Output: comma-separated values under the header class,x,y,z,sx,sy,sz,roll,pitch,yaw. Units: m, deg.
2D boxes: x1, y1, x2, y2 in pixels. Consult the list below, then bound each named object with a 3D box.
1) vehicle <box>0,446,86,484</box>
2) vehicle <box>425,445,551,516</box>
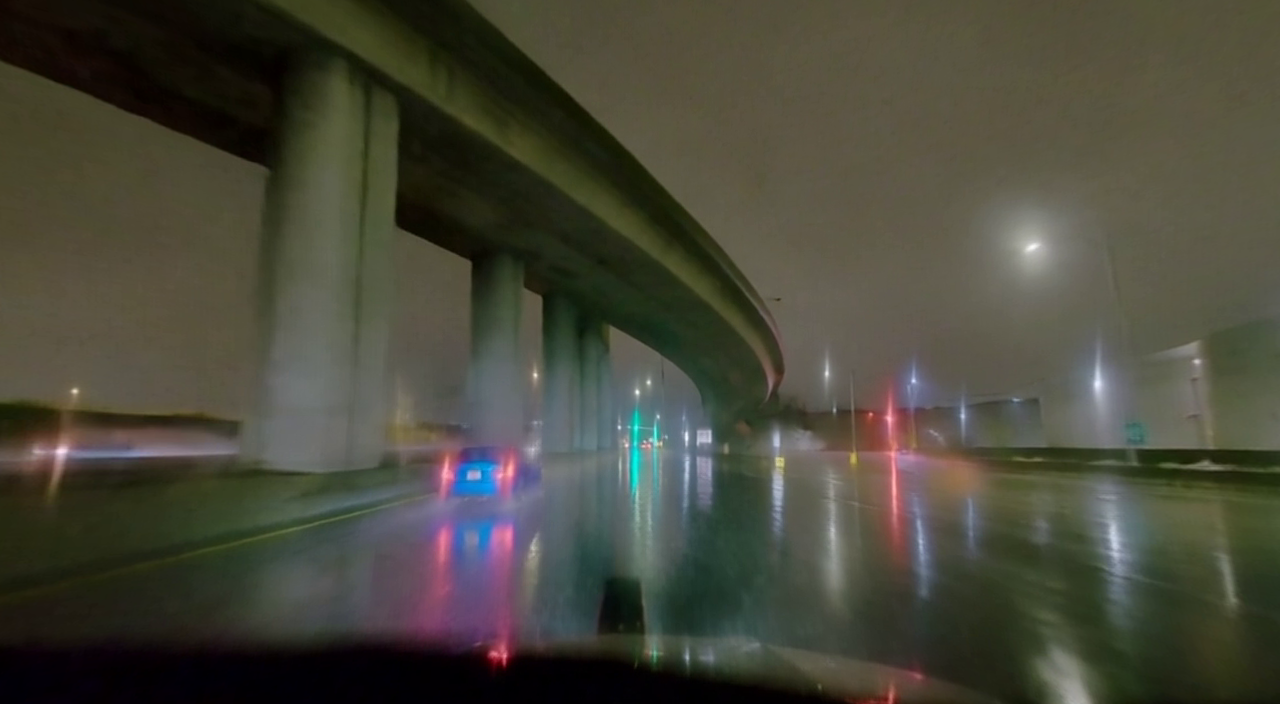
class,x,y,z,sx,sy,sz,roll,pitch,yaw
vehicle,-26.197,4.721,26.532,1.819,1.471,4.226,0,-9,0
vehicle,-3.521,3.056,15.502,2.044,1.478,4.114,0,-9,0
